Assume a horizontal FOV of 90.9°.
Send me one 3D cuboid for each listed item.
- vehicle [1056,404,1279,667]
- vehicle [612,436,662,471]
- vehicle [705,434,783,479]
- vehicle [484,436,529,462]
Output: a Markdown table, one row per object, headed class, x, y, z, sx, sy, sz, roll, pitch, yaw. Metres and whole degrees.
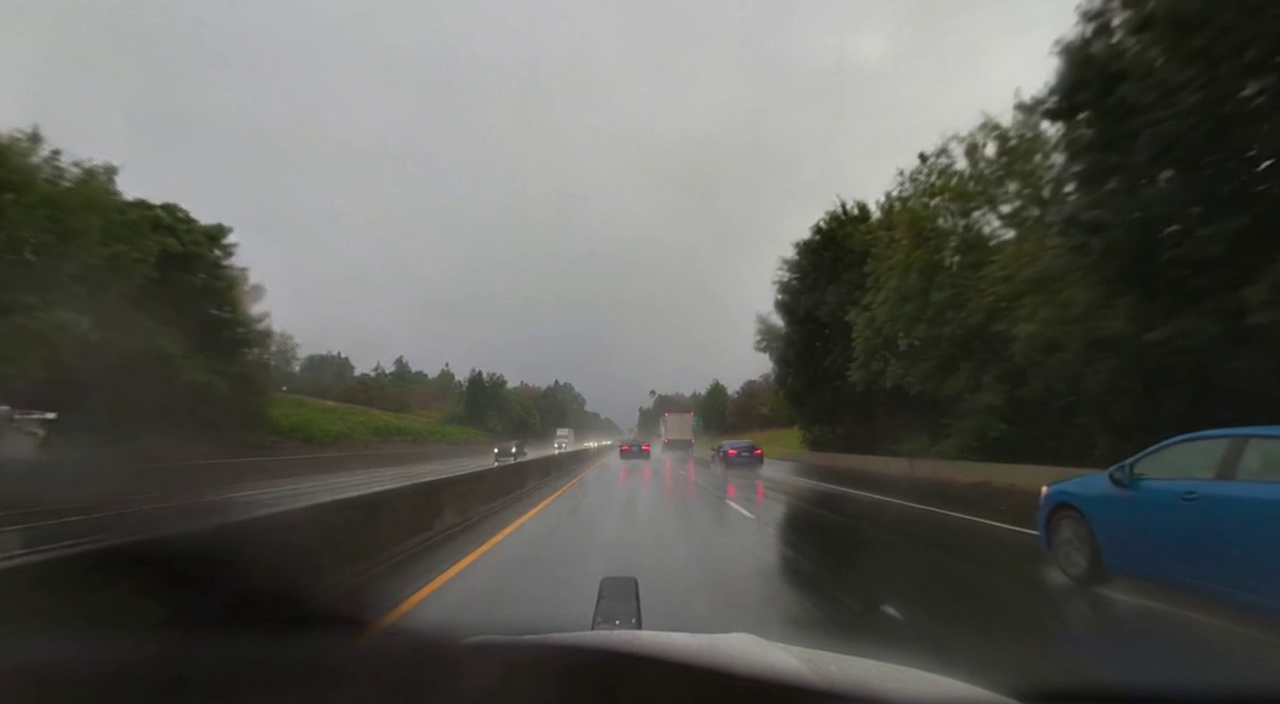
| class | x | y | z | sx | sy | sz | roll | pitch | yaw |
| --- | --- | --- | --- | --- | --- | --- | --- | --- | --- |
| vehicle | 4.787 | 1.037 | 3.436 | 2.066 | 1.526 | 4.216 | 0 | -8 | -1 |
| vehicle | -0.157 | 4.567 | 28.759 | 2.143 | 1.466 | 3.693 | 0 | -8 | -1 |
| vehicle | 3.729 | 3.821 | 23.505 | 2.004 | 1.469 | 4.472 | 0 | -8 | -2 |
| vehicle | -9.569 | 6.914 | 45.453 | 2.213 | 1.760 | 4.705 | 0 | -8 | 0 |
